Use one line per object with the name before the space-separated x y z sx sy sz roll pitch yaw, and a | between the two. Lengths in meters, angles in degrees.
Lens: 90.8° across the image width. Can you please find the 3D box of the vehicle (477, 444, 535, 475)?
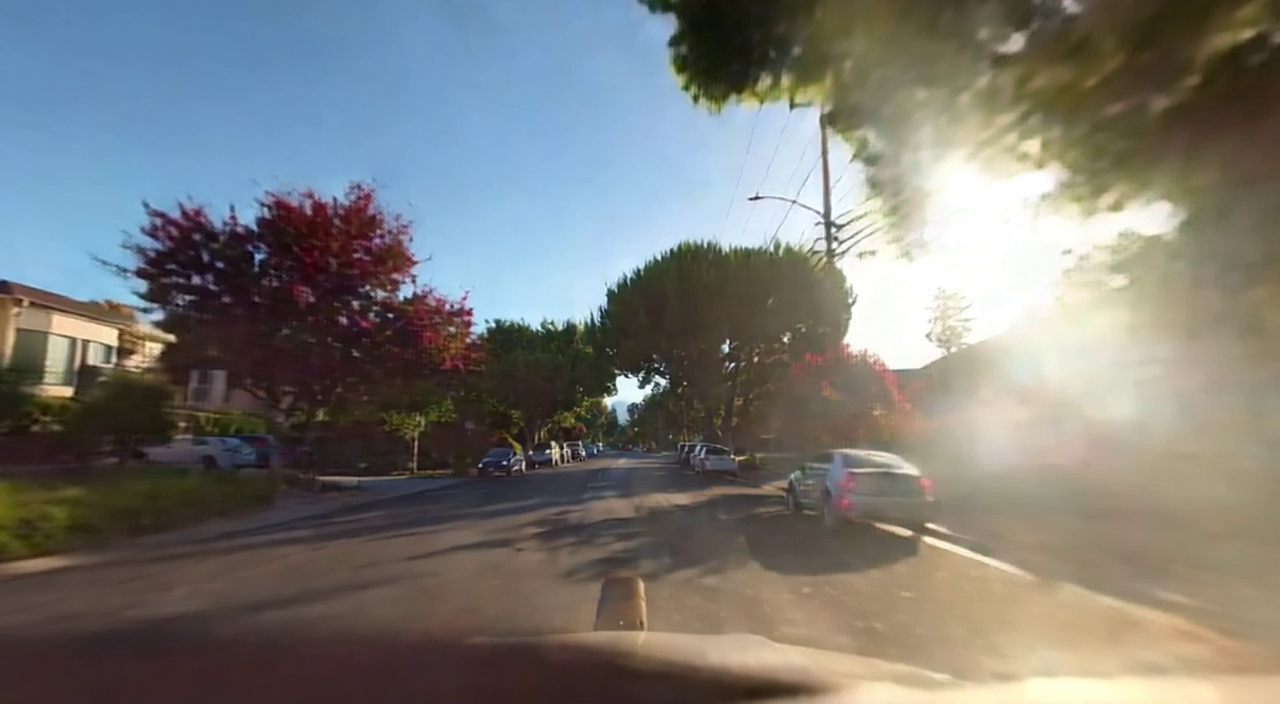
vehicle | -6.643 5.377 31.838 2.031 1.454 4.410 0 -9 -1

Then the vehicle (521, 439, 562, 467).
vehicle | -6.556 6.794 42.604 2.031 1.799 4.587 0 -9 0

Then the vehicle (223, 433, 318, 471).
vehicle | -18.001 4.900 31.070 1.925 1.750 4.489 0 -9 1

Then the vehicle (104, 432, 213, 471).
vehicle | -23.271 4.817 30.745 1.879 1.761 4.199 0 -9 1

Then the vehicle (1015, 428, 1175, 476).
vehicle | 16.683 3.690 23.341 4.355 1.674 1.914 0 -9 0

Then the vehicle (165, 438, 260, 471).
vehicle | -20.398 4.903 30.363 1.791 1.500 3.846 0 -9 1

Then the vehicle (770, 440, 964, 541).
vehicle | 3.731 2.325 11.272 1.782 1.439 4.037 1 -9 -3

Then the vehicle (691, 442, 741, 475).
vehicle | 3.499 5.023 29.940 1.763 1.432 4.323 0 -9 -1
